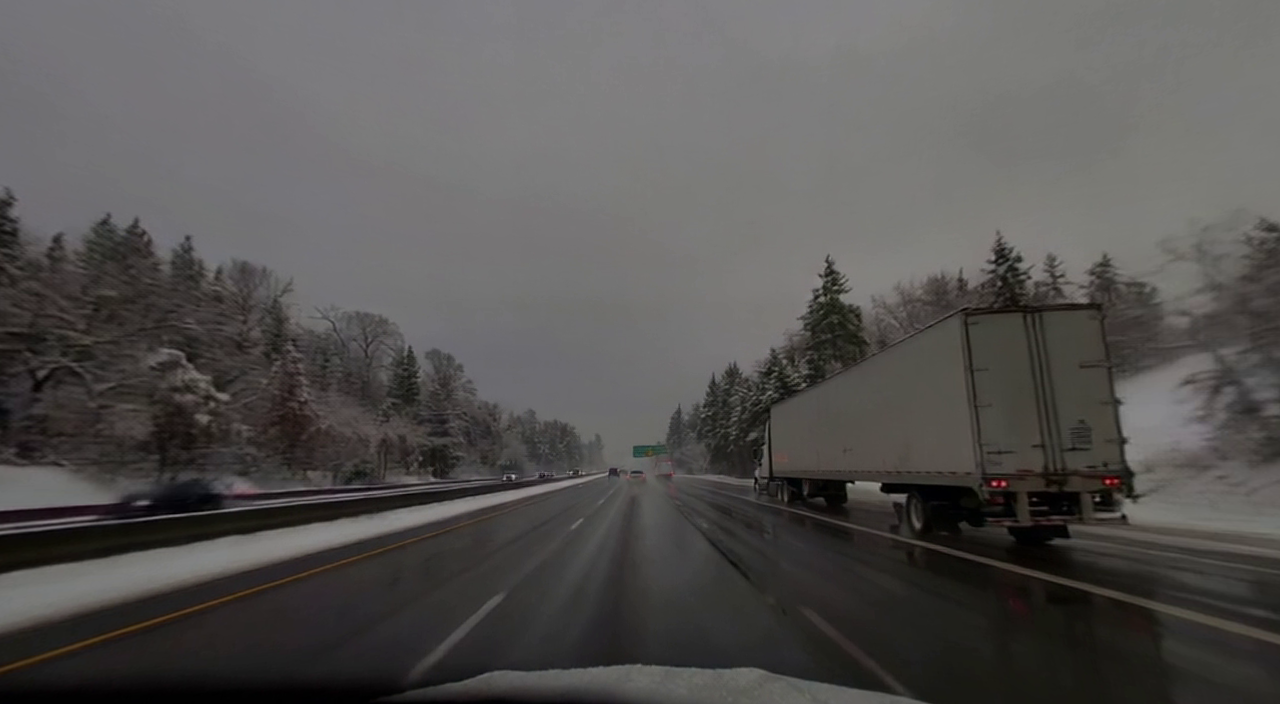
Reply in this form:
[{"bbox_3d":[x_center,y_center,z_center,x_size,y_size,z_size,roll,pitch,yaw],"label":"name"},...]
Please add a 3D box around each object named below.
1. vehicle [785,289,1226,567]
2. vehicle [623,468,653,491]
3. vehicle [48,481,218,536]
[{"bbox_3d":[6.857,2.305,16.136,2.926,4.073,13.836,1,-11,0],"label":"vehicle"},{"bbox_3d":[-0.153,8.856,43.952,2.029,1.459,3.684,1,-11,0],"label":"vehicle"},{"bbox_3d":[-15.590,4.809,19.726,1.840,1.425,4.145,0,-11,0],"label":"vehicle"}]
